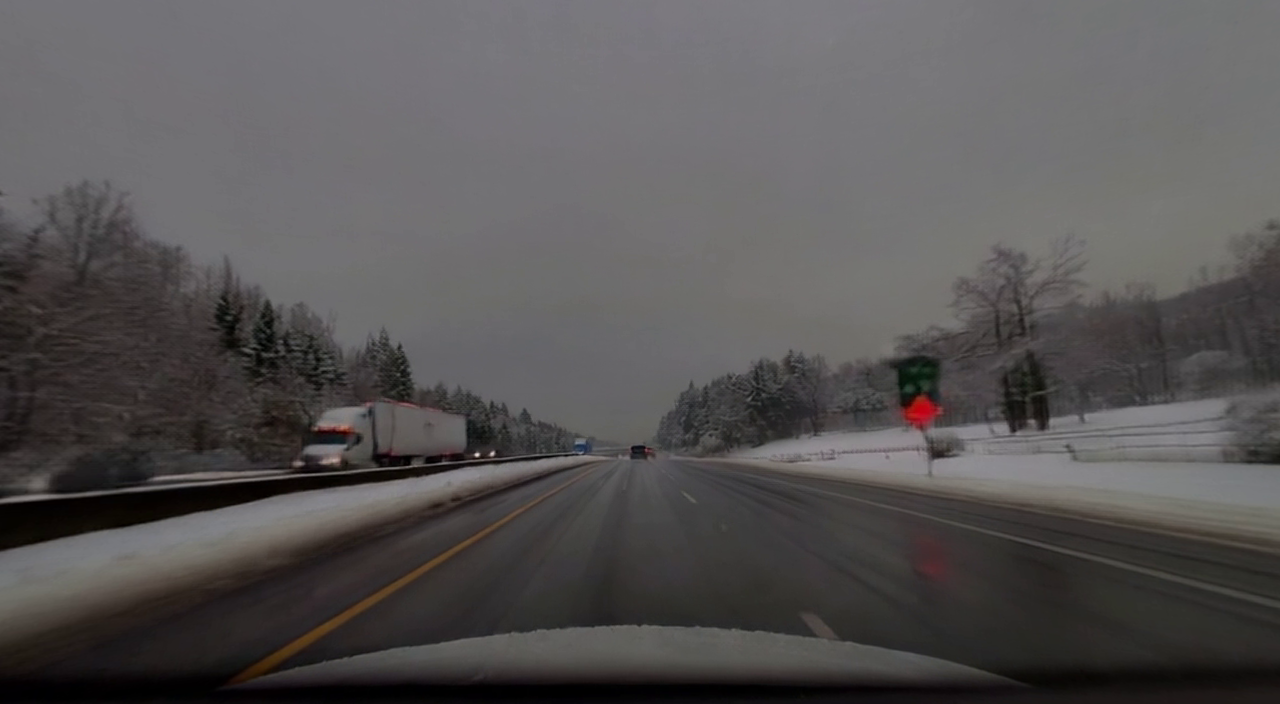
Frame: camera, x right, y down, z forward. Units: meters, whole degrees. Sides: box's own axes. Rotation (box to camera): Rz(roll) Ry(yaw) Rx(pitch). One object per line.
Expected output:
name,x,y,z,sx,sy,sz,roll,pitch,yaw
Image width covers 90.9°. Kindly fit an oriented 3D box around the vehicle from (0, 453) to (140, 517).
vehicle,-17.096,3.710,18.057,1.794,1.517,4.540,0,-8,-1
